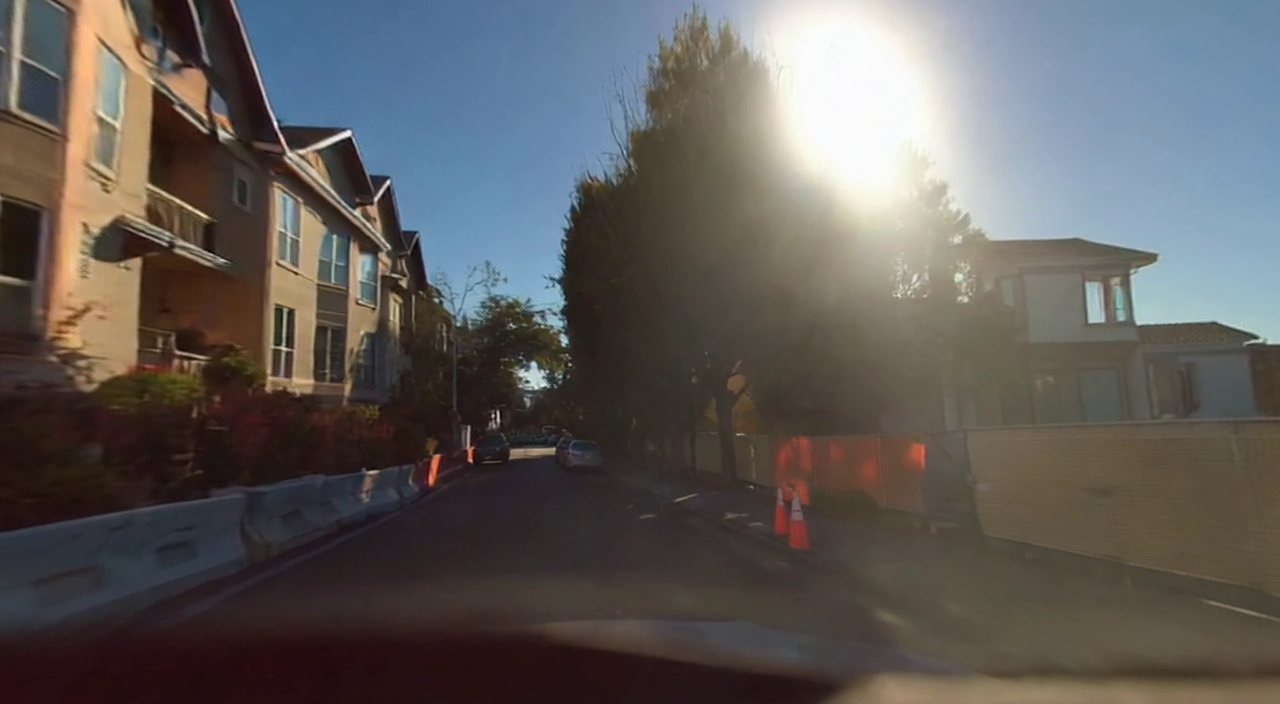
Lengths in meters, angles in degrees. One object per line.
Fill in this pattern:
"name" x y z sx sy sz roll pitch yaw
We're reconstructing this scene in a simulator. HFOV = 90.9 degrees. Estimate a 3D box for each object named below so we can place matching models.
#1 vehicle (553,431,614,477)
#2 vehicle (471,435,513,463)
"vehicle" -2.441 4.195 26.309 2.066 1.739 4.234 1 -8 -11
"vehicle" -8.603 5.613 36.831 1.834 1.543 3.497 0 -8 -4
